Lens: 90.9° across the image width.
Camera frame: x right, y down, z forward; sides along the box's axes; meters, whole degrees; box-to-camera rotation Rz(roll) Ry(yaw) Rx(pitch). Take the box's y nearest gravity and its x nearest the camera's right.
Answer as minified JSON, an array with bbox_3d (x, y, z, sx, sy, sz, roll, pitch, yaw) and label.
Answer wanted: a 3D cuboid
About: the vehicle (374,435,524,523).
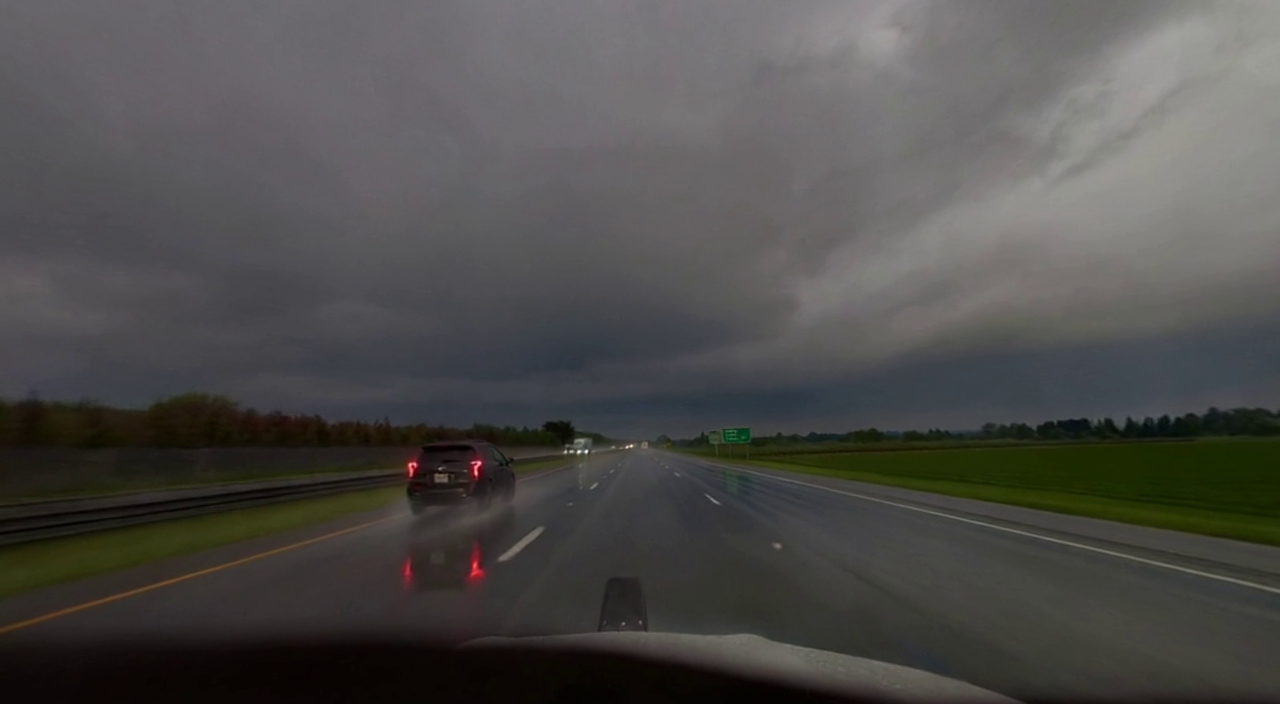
[{"bbox_3d":[-3.685,2.523,12.988,1.815,1.500,4.036,0,-9,0],"label":"vehicle"}]
